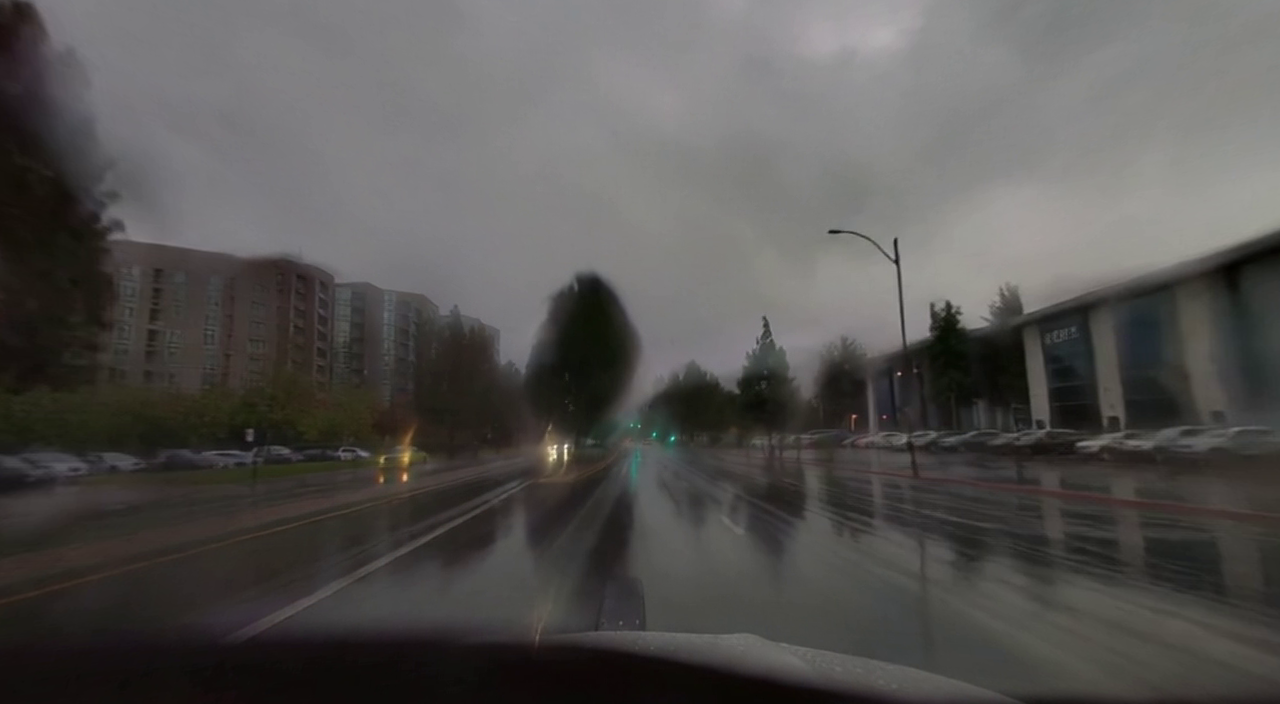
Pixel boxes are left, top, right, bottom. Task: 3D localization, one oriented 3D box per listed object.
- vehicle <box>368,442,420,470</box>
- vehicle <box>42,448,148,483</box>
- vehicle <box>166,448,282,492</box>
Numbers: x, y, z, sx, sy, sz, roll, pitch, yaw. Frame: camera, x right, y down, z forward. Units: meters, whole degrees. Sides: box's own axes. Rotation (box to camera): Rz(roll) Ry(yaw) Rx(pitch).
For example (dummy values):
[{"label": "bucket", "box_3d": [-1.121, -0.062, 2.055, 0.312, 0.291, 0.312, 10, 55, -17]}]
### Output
[{"label": "vehicle", "box_3d": [-18.704, 7.925, 48.293, 2.178, 1.947, 5.078, -1, -8, -2]}, {"label": "vehicle", "box_3d": [-31.009, 6.422, 36.149, 2.126, 1.801, 4.563, 0, -8, -3]}, {"label": "vehicle", "box_3d": [-17.542, 4.965, 26.980, 1.977, 1.664, 4.562, 0, -8, -3]}]
